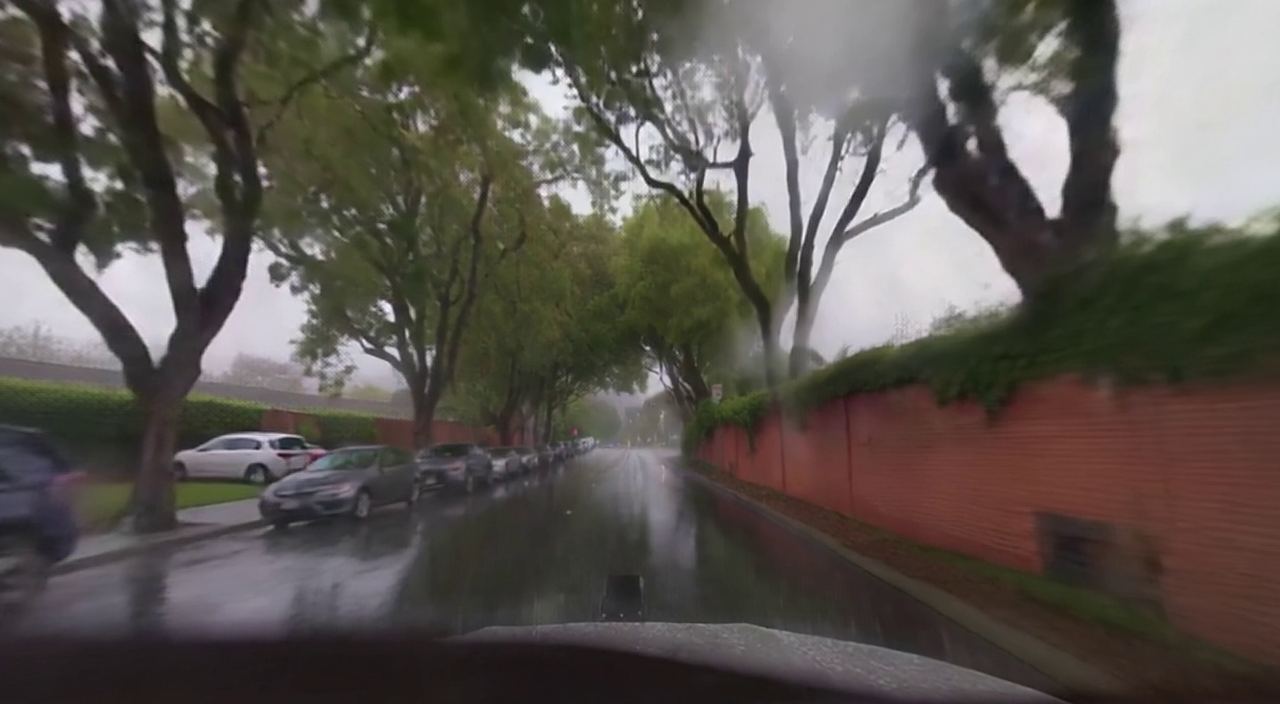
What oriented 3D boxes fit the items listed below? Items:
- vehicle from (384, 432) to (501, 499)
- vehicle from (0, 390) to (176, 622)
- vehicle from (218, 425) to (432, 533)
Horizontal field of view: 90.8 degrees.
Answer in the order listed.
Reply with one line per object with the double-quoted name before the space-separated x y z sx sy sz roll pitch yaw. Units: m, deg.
"vehicle" -6.138 3.546 20.379 1.976 1.805 5.123 1 -8 1
"vehicle" -6.185 1.102 4.112 2.109 1.847 5.553 0 -8 0
"vehicle" -6.325 2.555 13.516 2.009 1.820 4.821 1 -8 1
